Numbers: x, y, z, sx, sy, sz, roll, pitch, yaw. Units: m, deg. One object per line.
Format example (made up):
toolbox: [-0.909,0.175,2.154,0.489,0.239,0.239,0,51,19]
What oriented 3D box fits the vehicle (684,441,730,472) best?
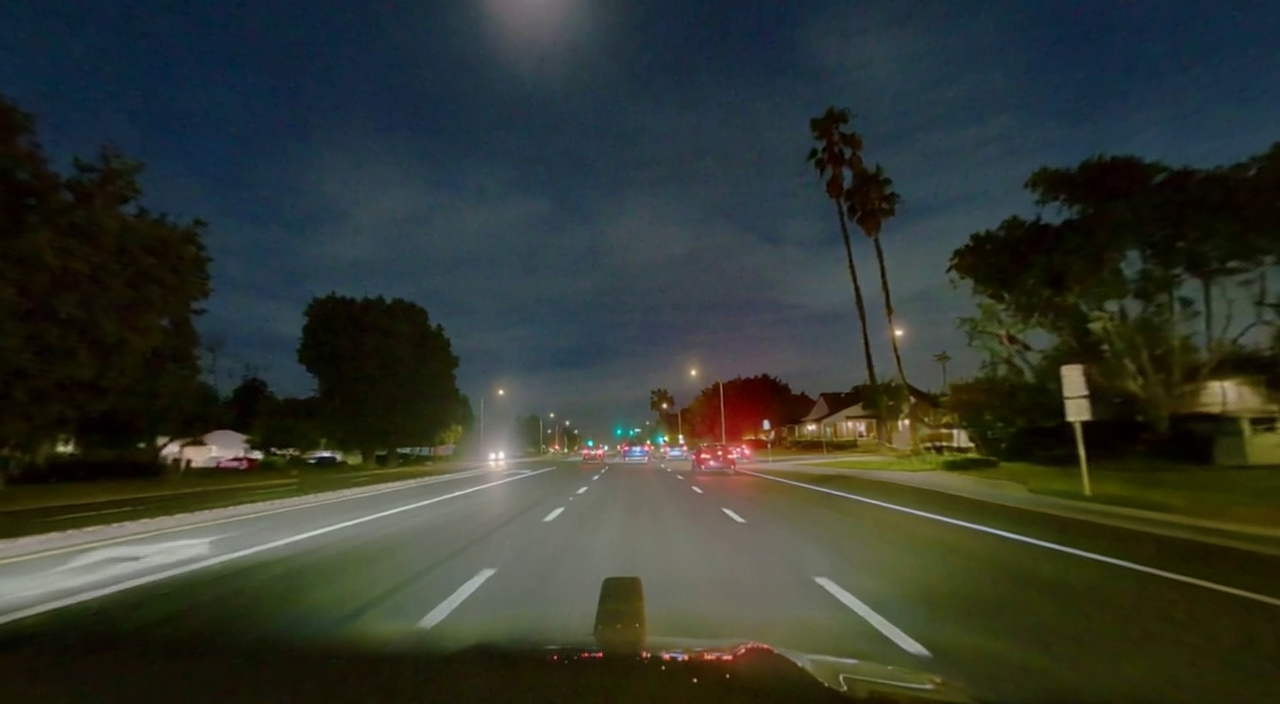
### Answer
vehicle: [3.367,5.336,32.558,1.830,1.451,4.009,0,-8,-2]

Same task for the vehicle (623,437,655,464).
vehicle: [-0.114,6.740,43.259,2.043,1.734,4.253,0,-8,-1]

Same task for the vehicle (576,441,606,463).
vehicle: [-3.686,7.564,48.104,2.000,1.569,3.794,0,-8,-1]
